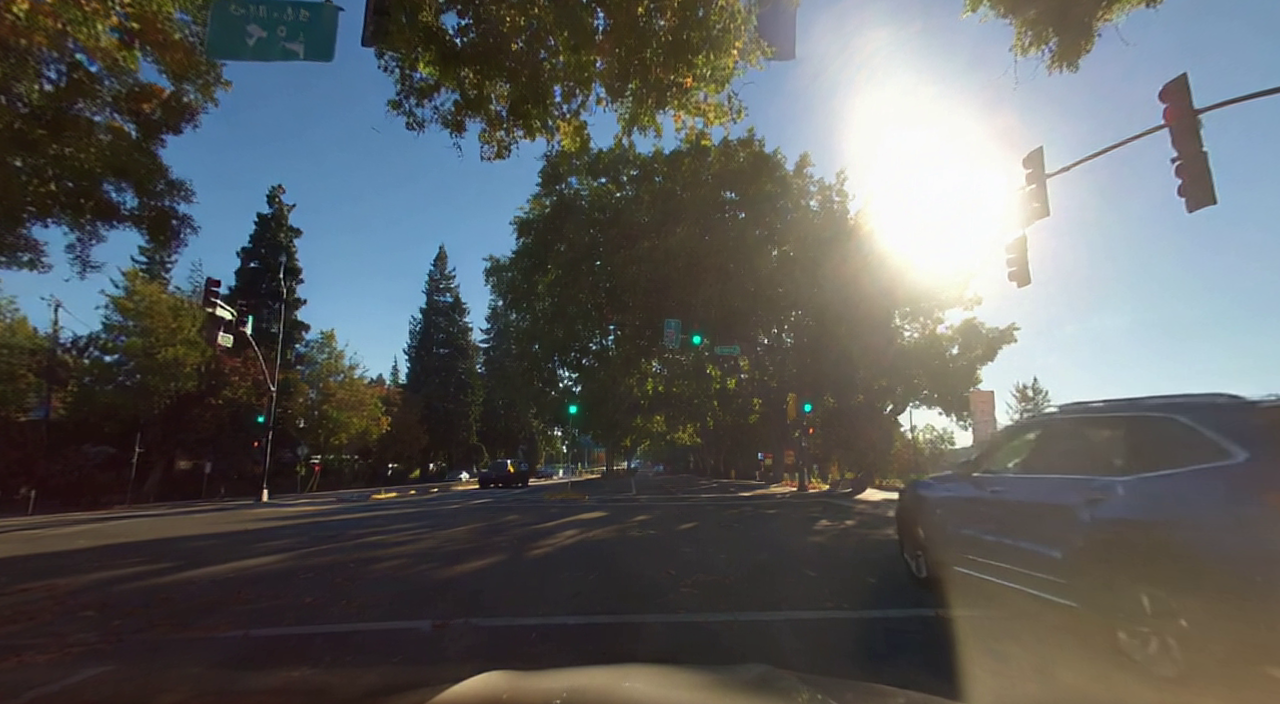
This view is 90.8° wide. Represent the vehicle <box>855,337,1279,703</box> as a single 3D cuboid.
[{"bbox_3d":[3.205,1.019,3.691,2.140,1.655,4.786,0,-8,-1],"label":"vehicle"}]

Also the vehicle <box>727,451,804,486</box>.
[{"bbox_3d":[8.844,8.261,45.426,2.771,2.214,7.159,2,-9,-12],"label":"vehicle"}]
